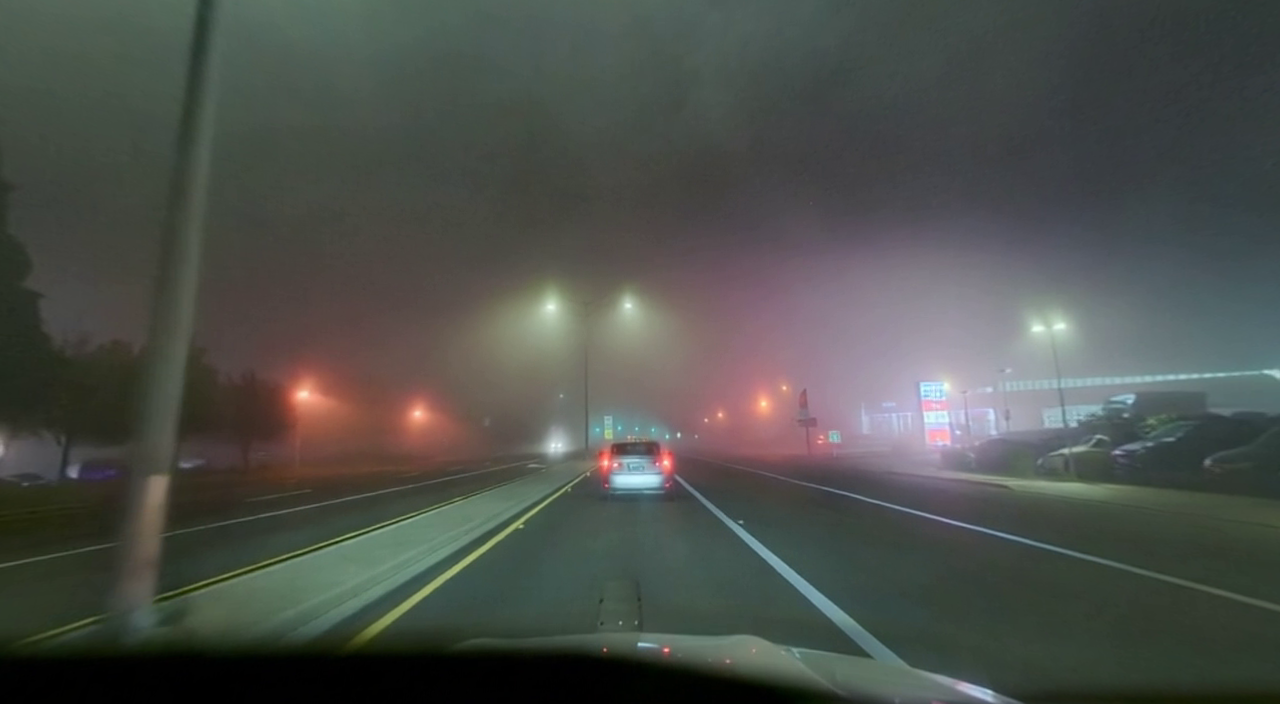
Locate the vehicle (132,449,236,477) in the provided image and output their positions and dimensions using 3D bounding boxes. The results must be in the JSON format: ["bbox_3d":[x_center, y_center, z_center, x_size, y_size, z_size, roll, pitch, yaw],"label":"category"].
[{"bbox_3d":[-27.691,6.760,38.329,4.665,1.578,2.051,0,-7,-3],"label":"vehicle"}]

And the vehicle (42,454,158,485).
[{"bbox_3d":[-27.851,6.046,32.551,4.209,1.497,1.913,0,-9,0],"label":"vehicle"}]

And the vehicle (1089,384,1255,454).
[{"bbox_3d":[24.393,3.265,29.315,2.170,2.875,5.941,1,-9,-3],"label":"vehicle"}]

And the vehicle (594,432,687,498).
[{"bbox_3d":[-0.019,2.867,16.379,2.126,1.475,3.967,0,-8,-1],"label":"vehicle"}]

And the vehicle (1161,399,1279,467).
[{"bbox_3d":[21.575,3.001,22.837,2.336,2.164,5.796,-3,-9,22],"label":"vehicle"}]
